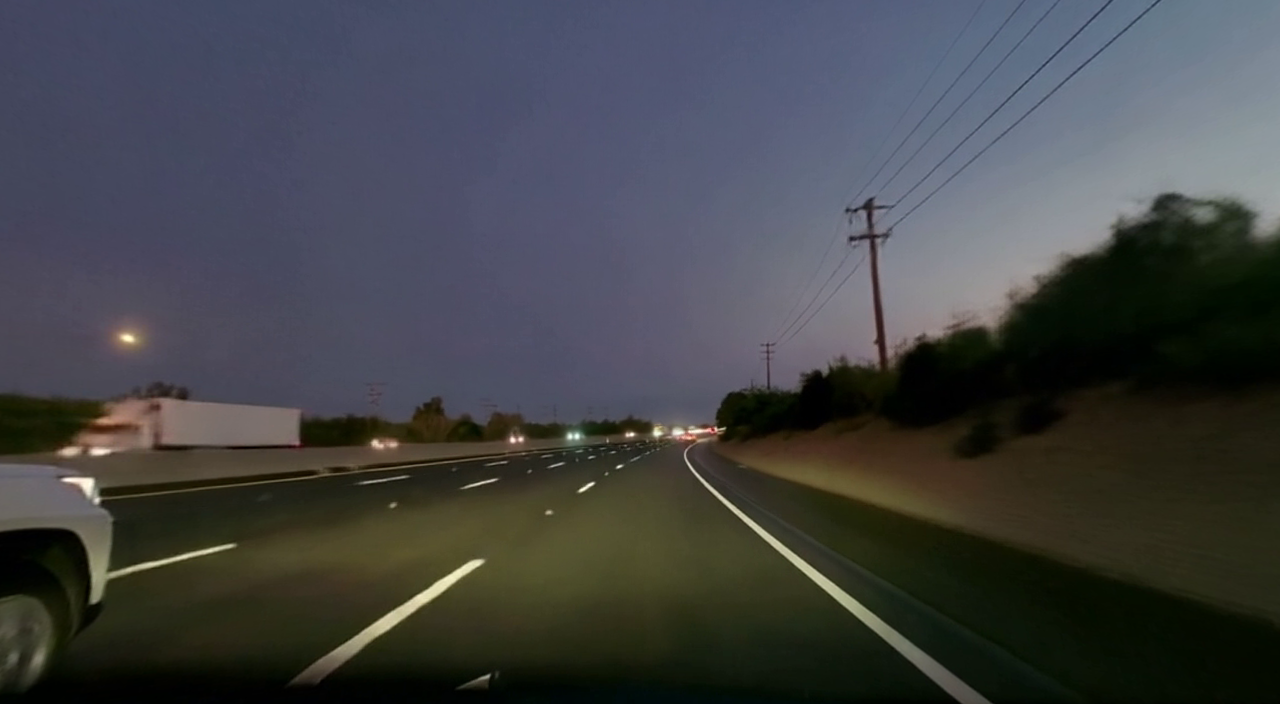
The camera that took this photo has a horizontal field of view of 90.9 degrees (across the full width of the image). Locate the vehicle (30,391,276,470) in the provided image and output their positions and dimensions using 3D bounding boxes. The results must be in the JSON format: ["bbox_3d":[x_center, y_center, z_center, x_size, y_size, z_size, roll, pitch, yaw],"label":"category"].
[{"bbox_3d":[-28.733,5.017,39.045,3.156,3.925,14.556,-1,-8,2],"label":"vehicle"}]

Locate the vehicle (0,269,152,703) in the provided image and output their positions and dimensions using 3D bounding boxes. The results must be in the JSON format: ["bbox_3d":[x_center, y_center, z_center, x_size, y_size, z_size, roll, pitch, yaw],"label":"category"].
[{"bbox_3d":[-3.590,0.403,0.613,2.136,1.975,5.037,0,-8,0],"label":"vehicle"}]
